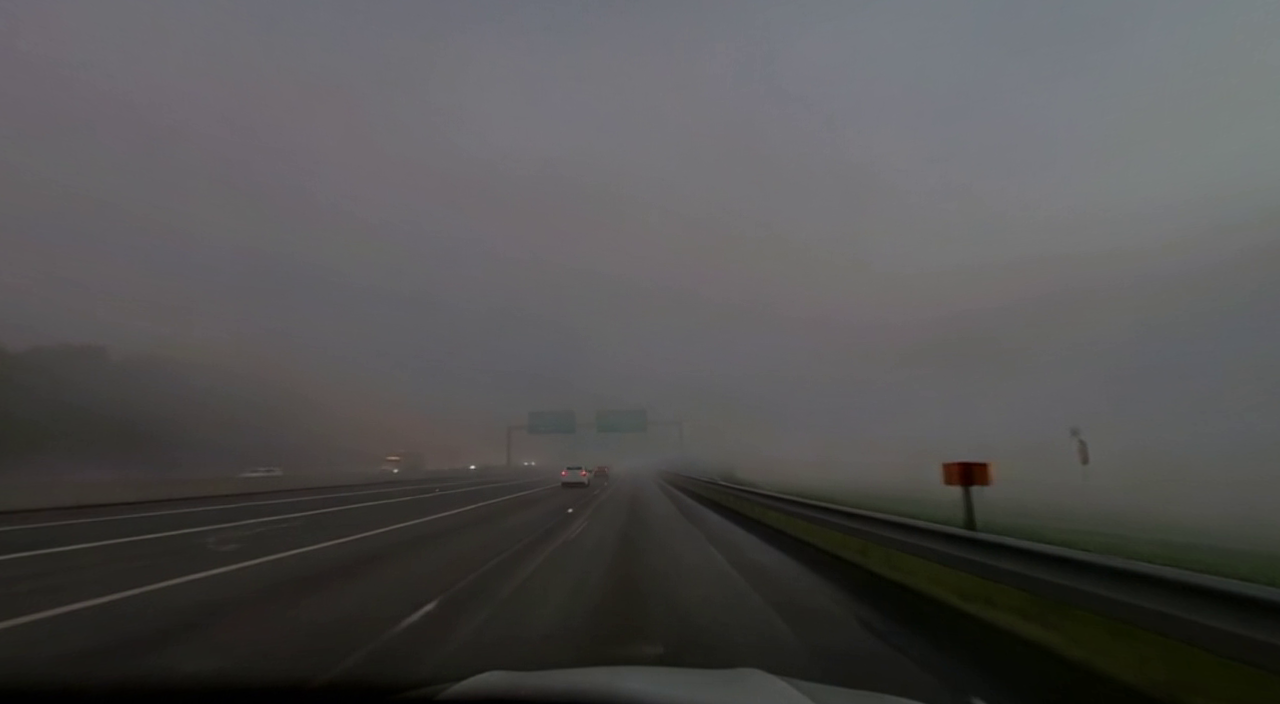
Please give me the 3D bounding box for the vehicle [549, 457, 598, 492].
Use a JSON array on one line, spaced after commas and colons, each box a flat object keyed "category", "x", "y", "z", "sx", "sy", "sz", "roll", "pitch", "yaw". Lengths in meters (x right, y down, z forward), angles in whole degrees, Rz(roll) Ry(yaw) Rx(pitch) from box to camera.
[{"category": "vehicle", "x": -3.351, "y": 6.343, "z": 32.606, "sx": 2.092, "sy": 1.642, "sz": 3.895, "roll": 1, "pitch": -11, "yaw": 0}]
